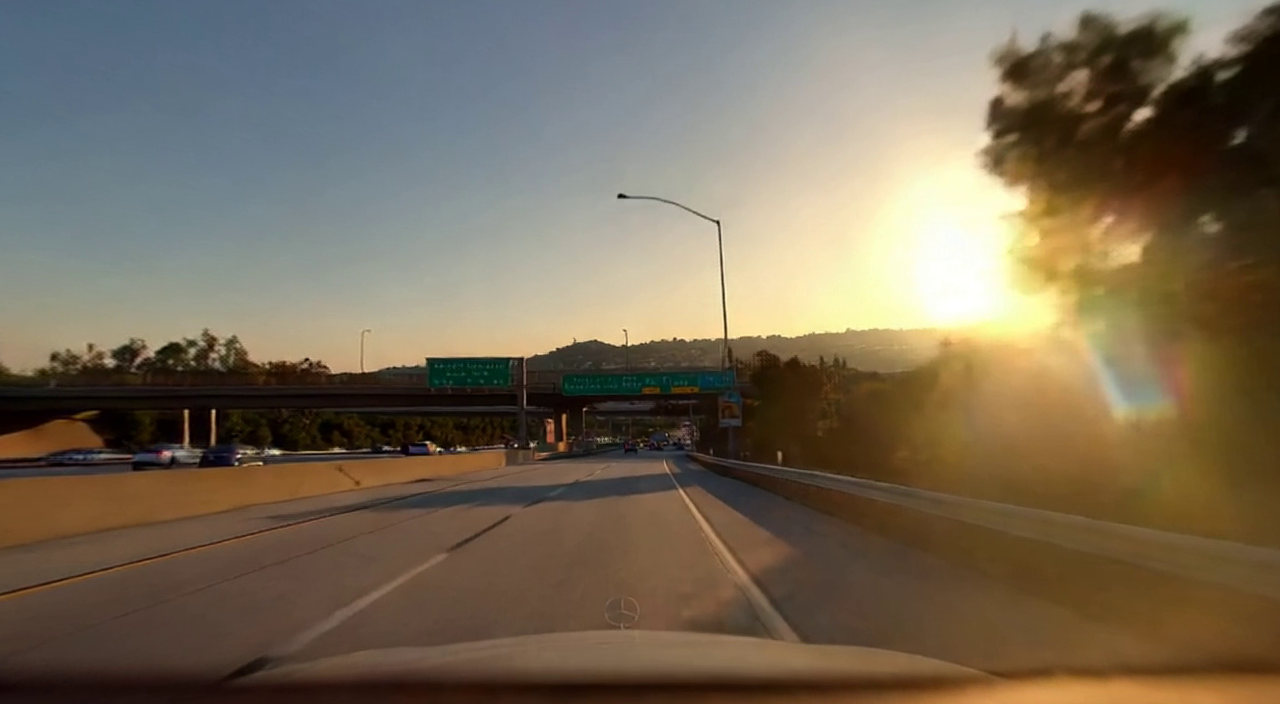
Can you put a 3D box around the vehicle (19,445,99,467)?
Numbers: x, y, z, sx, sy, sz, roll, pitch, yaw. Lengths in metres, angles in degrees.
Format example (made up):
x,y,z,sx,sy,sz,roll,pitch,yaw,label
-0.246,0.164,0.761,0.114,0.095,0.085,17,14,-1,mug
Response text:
x,y,z,sx,sy,sz,roll,pitch,yaw,label
-45.028,8.017,49.117,2.095,1.593,4.577,0,-8,-4,vehicle

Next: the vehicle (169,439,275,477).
x,y,z,sx,sy,sz,roll,pitch,yaw,label
-18.124,4.585,27.693,1.829,1.520,4.505,1,-8,-5,vehicle

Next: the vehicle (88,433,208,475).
x,y,z,sx,sy,sz,roll,pitch,yaw,label
-22.107,4.590,28.664,2.049,1.718,4.445,1,-8,-5,vehicle

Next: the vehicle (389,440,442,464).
x,y,z,sx,sy,sz,roll,pitch,yaw,label
-15.027,6.697,42.517,2.271,1.537,4.029,0,-8,-3,vehicle
